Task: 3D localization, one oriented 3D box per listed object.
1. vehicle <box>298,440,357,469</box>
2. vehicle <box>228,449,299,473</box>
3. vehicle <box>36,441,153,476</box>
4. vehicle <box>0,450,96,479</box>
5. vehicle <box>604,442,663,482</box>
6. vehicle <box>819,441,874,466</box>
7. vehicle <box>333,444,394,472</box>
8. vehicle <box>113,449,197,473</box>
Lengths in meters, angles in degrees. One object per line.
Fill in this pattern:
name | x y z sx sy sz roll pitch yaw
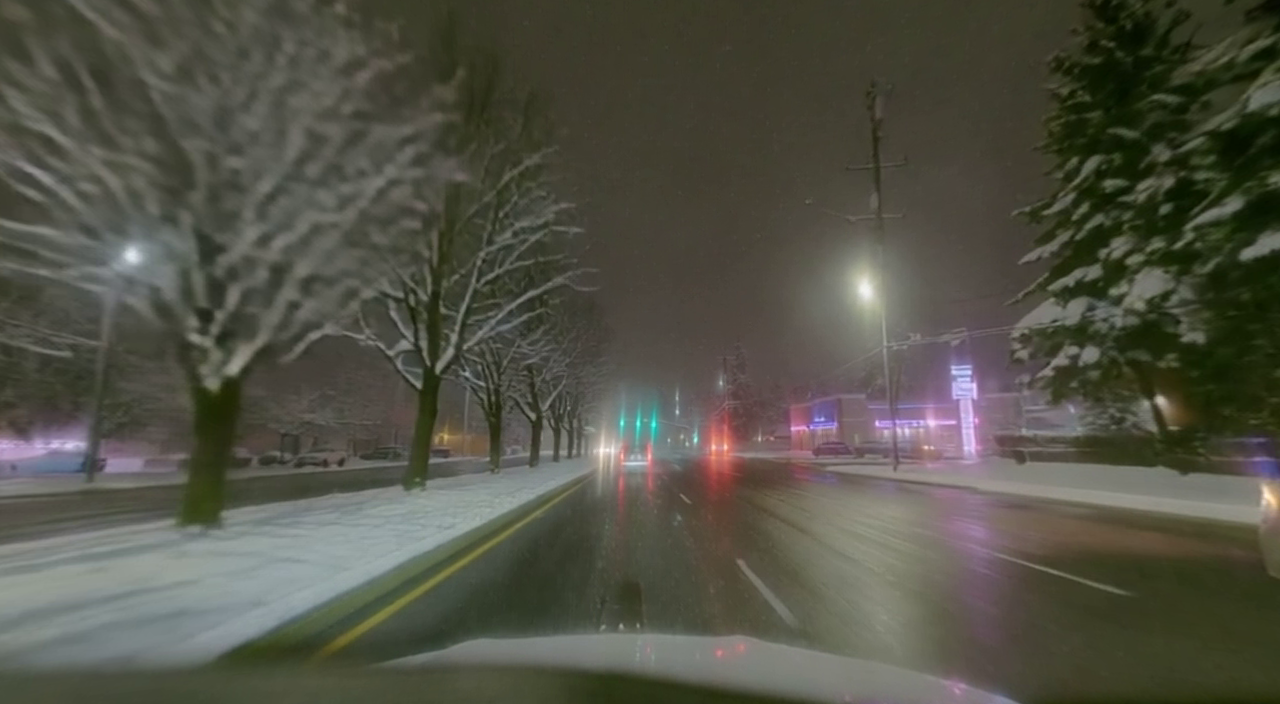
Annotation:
vehicle | -24.280 8.006 49.294 2.202 2.103 4.899 0 -9 -1
vehicle | -24.173 6.991 40.753 1.915 1.460 4.717 0 -8 -4
vehicle | -33.020 6.412 38.357 5.124 2.003 2.233 8 -11 -42
vehicle | -32.983 6.141 34.584 4.686 1.478 1.801 7 -11 -41
vehicle | -0.277 4.383 25.435 2.185 1.473 3.925 0 -8 -1
vehicle | 15.709 7.775 48.373 2.377 1.783 5.145 0 -8 -1
vehicle | -19.490 7.483 44.840 2.129 1.794 4.967 -2 -8 -1
vehicle | -32.909 7.356 42.912 4.303 1.464 1.799 8 -11 -42
